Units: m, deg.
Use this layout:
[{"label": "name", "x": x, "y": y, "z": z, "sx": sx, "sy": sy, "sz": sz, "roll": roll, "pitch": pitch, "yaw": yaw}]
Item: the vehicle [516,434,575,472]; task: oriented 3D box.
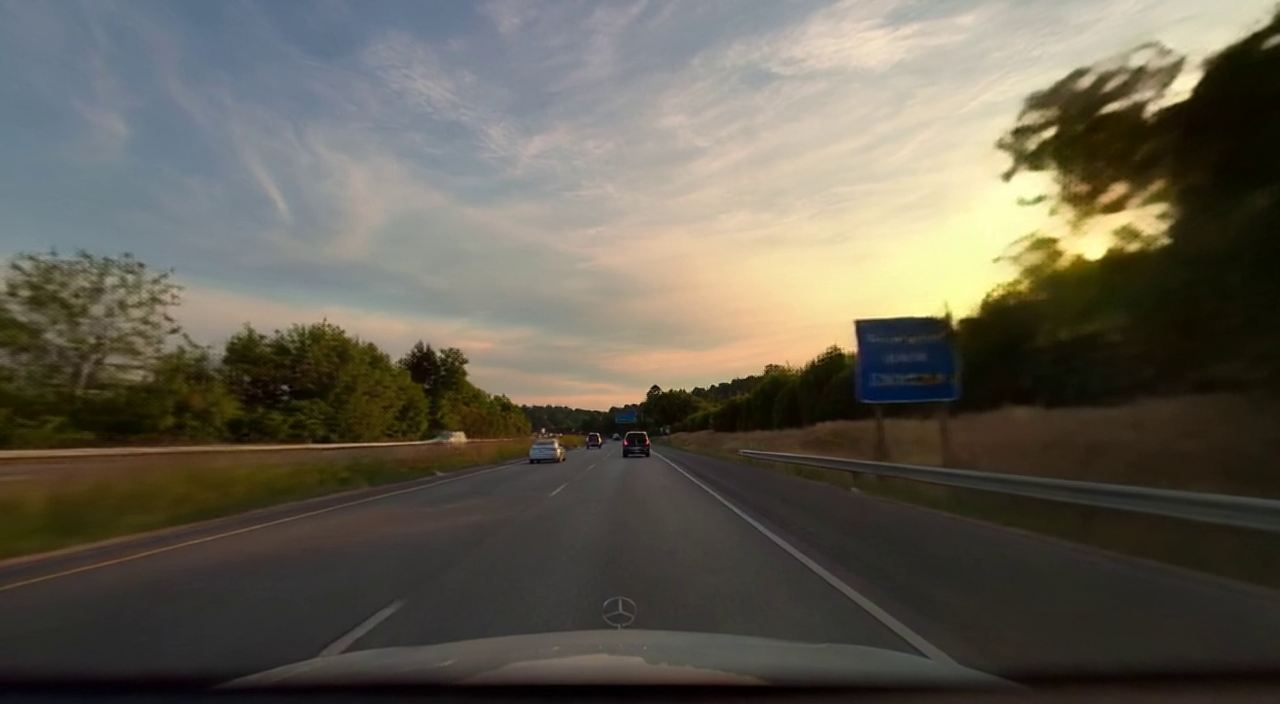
[{"label": "vehicle", "x": -4.153, "y": 4.496, "z": 28.326, "sx": 2.062, "sy": 1.567, "sz": 4.117, "roll": 0, "pitch": -8, "yaw": 0}]

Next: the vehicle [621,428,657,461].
[{"label": "vehicle", "x": -0.116, "y": 5.923, "z": 40.448, "sx": 2.223, "sy": 1.957, "sz": 4.416, "roll": 0, "pitch": -8, "yaw": -1}]
